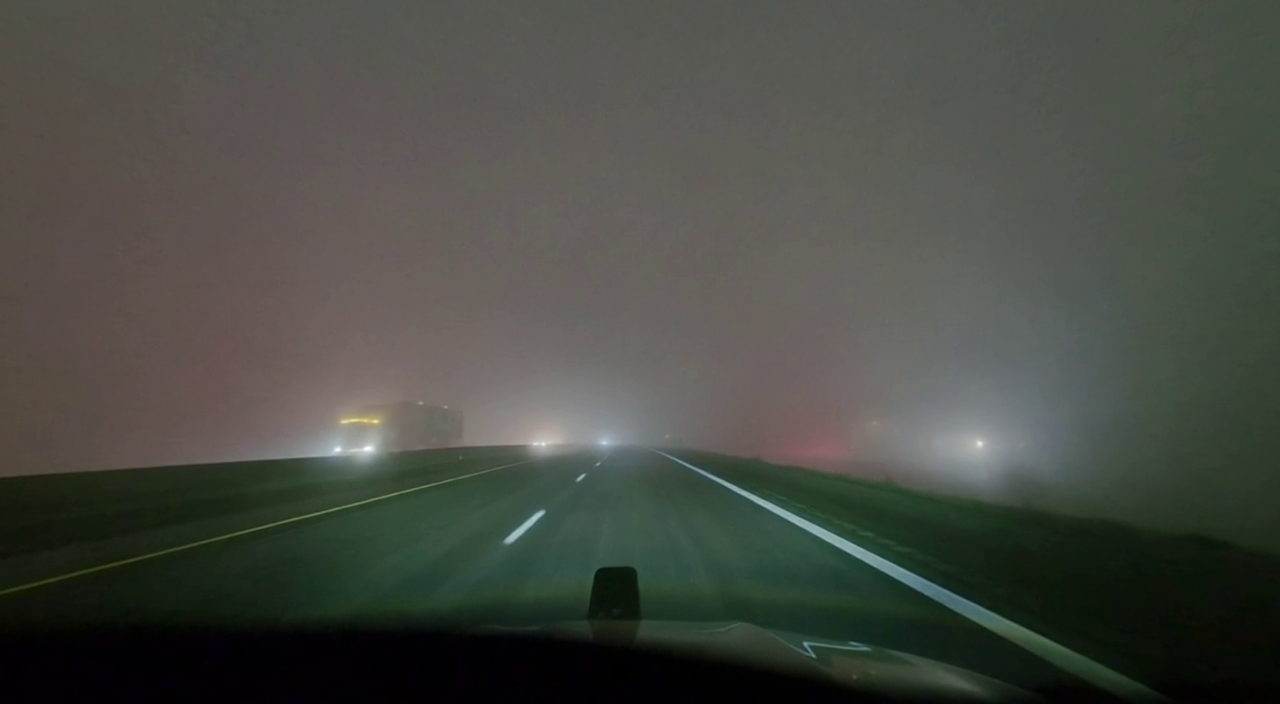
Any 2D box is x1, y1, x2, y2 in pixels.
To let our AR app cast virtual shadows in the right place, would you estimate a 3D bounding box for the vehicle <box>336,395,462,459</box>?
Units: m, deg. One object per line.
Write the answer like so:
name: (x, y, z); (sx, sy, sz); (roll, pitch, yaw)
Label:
vehicle: (-17.426, 5.799, 47.706); (3.459, 3.900, 16.947); (-1, -8, -2)
